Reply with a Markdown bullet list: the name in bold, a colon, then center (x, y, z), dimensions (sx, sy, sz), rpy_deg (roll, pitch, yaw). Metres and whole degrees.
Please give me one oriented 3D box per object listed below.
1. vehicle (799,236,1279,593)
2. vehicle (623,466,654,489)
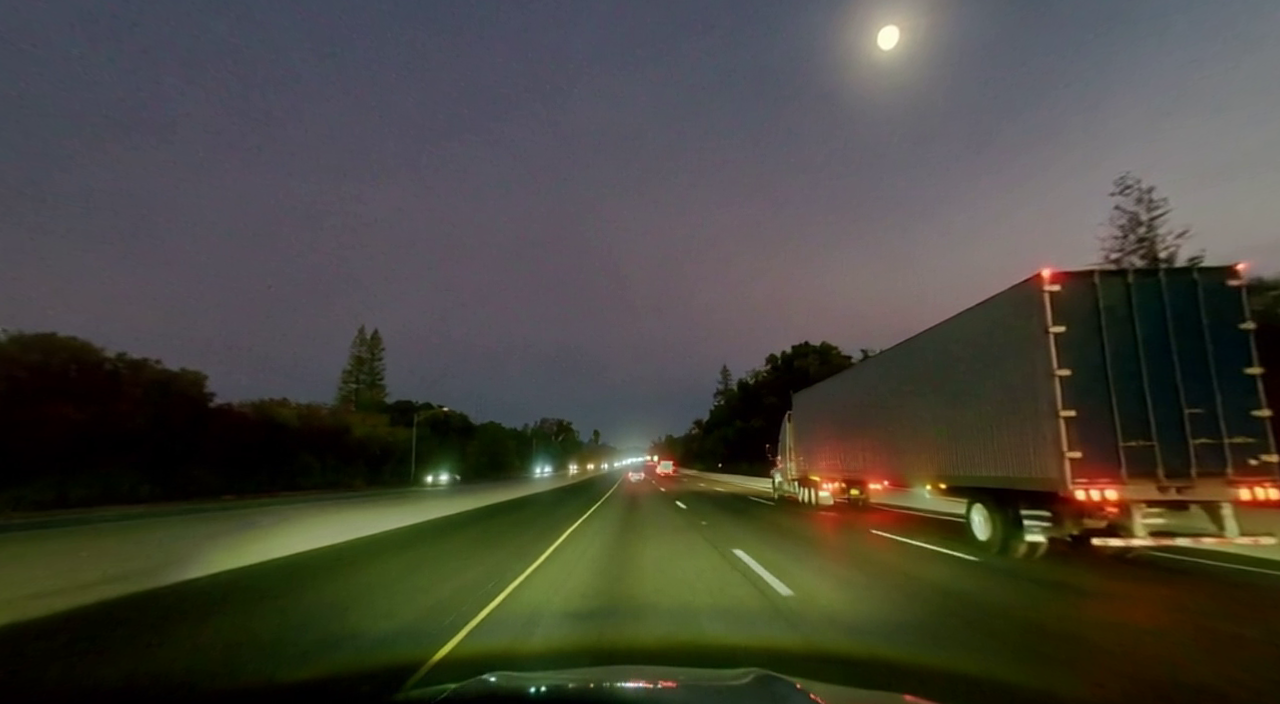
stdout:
- **vehicle**: center (6.851, 1.872, 14.028), dimensions (2.926, 4.073, 13.836), rpy_deg (1, -10, 0)
- **vehicle**: center (-0.111, 8.687, 43.709), dimensions (2.029, 1.459, 3.684), rpy_deg (1, -10, 0)
